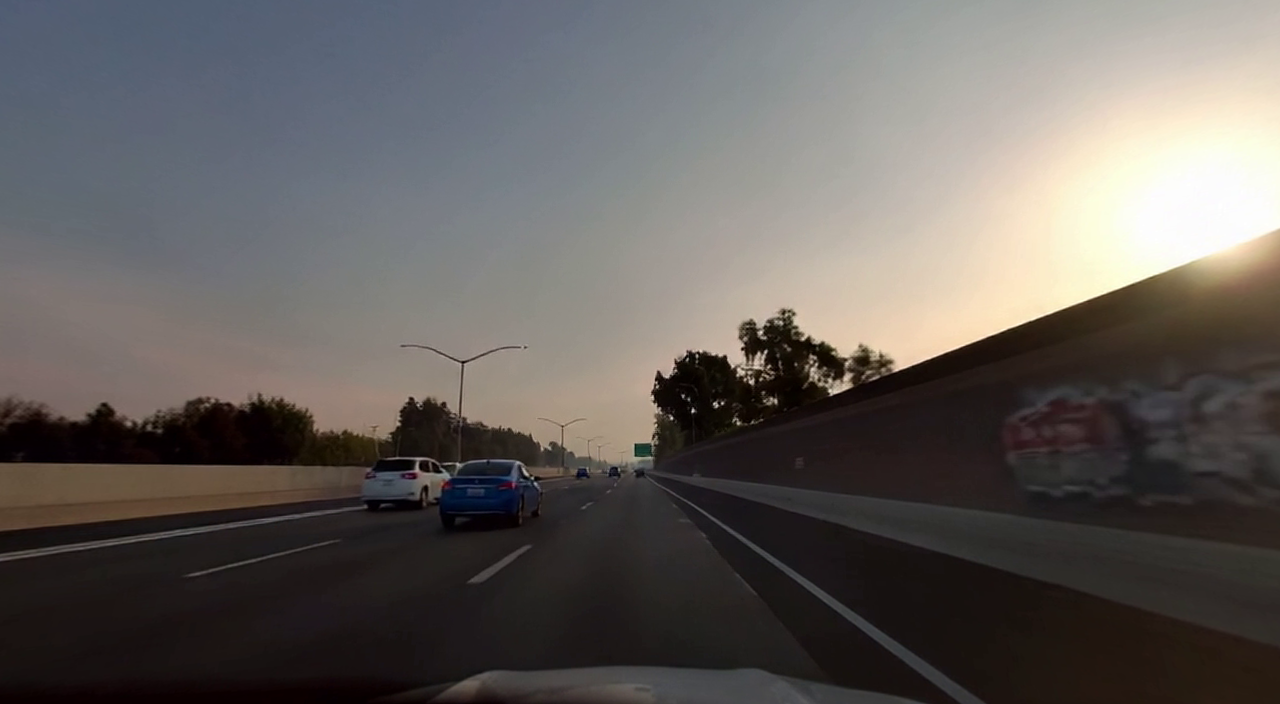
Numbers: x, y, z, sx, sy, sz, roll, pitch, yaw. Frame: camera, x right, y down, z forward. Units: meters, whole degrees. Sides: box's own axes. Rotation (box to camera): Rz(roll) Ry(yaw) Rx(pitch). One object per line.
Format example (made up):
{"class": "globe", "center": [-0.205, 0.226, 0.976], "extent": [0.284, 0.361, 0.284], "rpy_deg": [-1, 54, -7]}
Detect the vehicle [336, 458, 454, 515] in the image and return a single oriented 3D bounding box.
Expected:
{"class": "vehicle", "center": [-7.662, 4.258, 20.221], "extent": [2.037, 1.593, 4.151], "rpy_deg": [1, -10, 1]}

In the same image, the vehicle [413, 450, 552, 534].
{"class": "vehicle", "center": [-3.583, 3.319, 15.392], "extent": [2.173, 1.696, 4.462], "rpy_deg": [1, -10, 1]}
